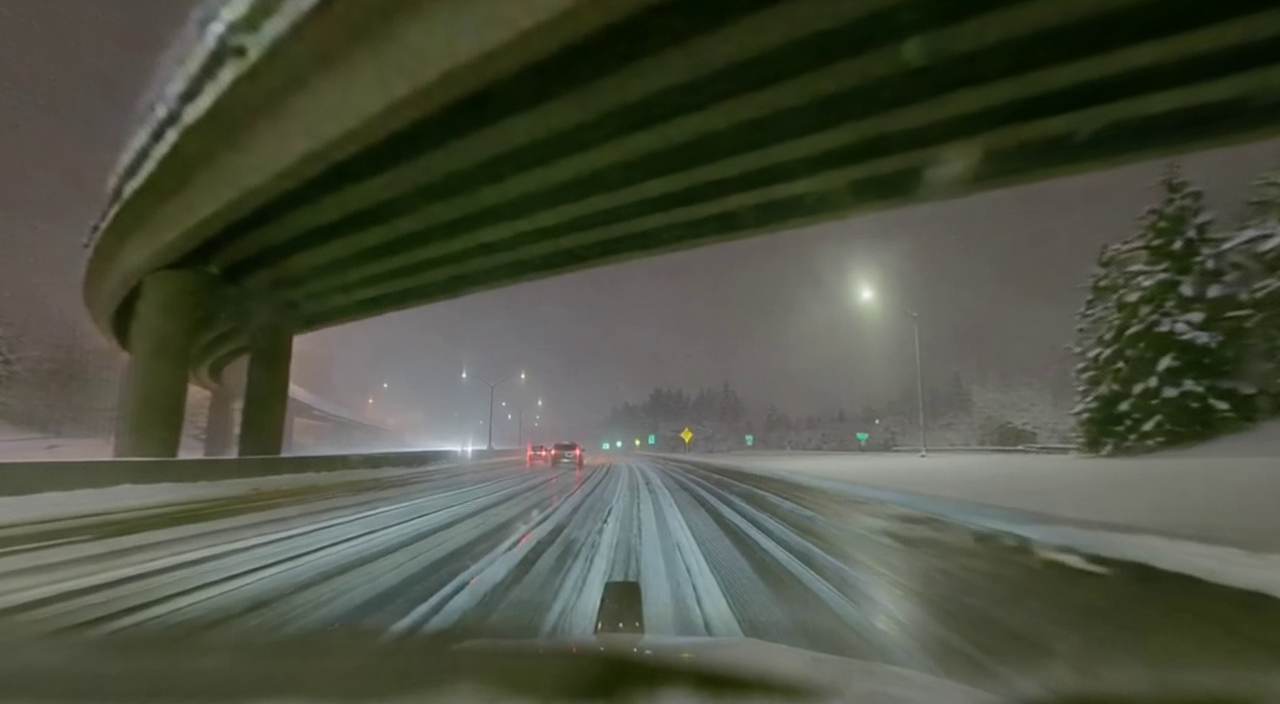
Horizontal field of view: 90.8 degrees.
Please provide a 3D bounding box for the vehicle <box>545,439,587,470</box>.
[{"bbox_3d":[-4.111,5.776,35.750,1.971,1.643,4.009,0,-8,-1],"label":"vehicle"}]
